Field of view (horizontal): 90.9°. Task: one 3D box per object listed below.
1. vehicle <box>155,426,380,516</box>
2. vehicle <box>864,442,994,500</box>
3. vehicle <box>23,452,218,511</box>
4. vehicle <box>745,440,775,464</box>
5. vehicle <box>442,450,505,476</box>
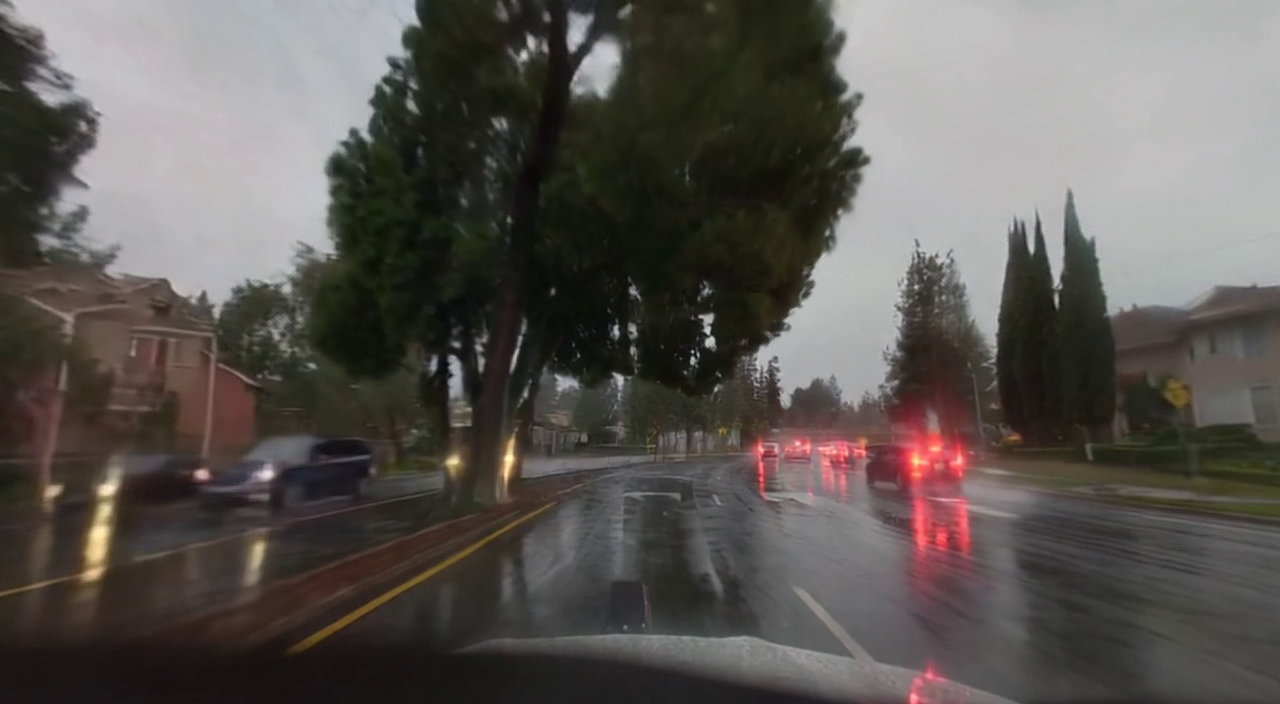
[{"bbox_3d":[-8.833,2.849,15.721,2.137,1.828,5.202,-1,-8,4],"label":"vehicle"},{"bbox_3d":[8.106,3.349,18.193,1.855,1.444,4.389,-1,-8,3],"label":"vehicle"},{"bbox_3d":[-15.222,3.772,18.859,1.893,1.474,4.375,-1,-8,4],"label":"vehicle"},{"bbox_3d":[8.838,7.296,46.123,1.991,1.684,4.127,-2,-9,12],"label":"vehicle"},{"bbox_3d":[-9.920,6.649,37.997,1.905,1.451,4.698,-1,-8,9],"label":"vehicle"}]
